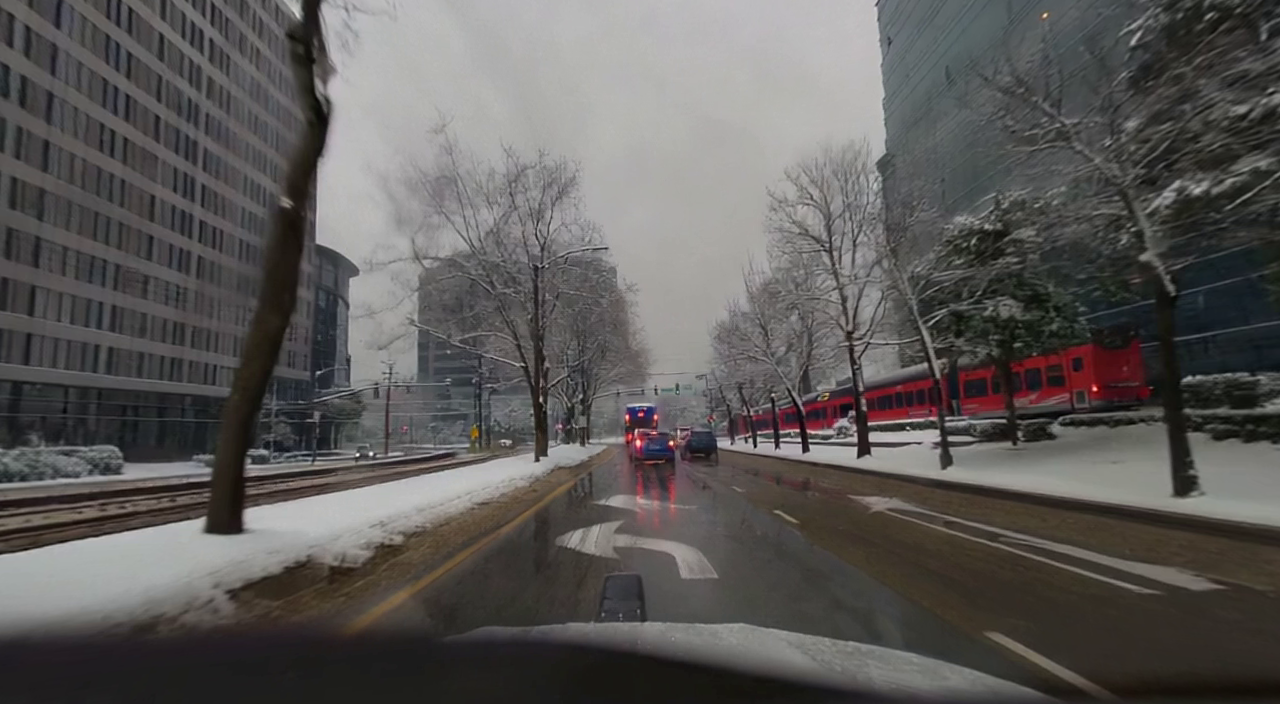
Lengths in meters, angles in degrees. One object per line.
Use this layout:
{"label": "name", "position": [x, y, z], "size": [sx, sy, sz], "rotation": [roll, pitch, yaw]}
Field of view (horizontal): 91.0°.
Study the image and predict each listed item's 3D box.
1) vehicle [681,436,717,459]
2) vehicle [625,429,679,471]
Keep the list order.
{"label": "vehicle", "position": [4.049, 6.648, 43.864], "size": [1.916, 1.466, 4.529], "rotation": [0, -9, -1]}
{"label": "vehicle", "position": [0.488, 4.264, 27.510], "size": [2.190, 1.684, 4.084], "rotation": [0, -9, 0]}
